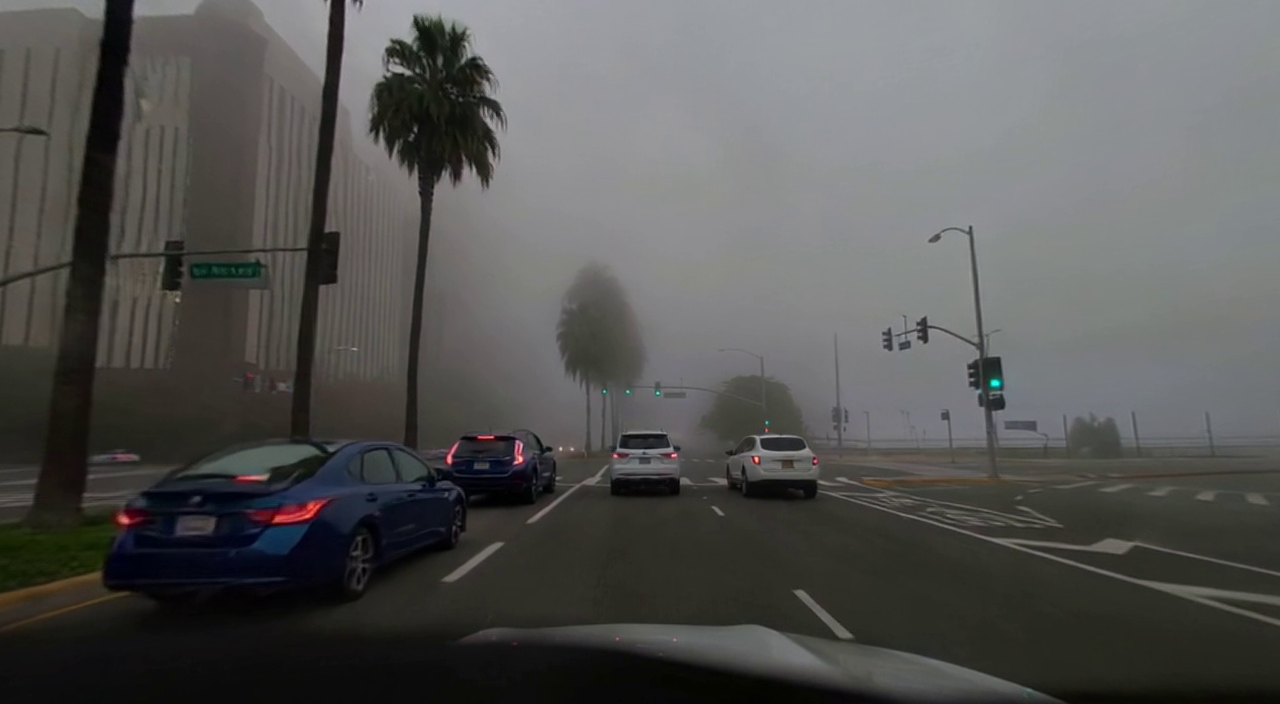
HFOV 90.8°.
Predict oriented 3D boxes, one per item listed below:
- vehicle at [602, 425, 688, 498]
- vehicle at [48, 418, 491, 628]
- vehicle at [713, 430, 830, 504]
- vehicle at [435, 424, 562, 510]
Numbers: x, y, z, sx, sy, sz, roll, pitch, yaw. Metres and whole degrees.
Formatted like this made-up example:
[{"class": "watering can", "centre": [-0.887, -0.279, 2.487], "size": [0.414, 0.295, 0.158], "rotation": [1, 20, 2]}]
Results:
[{"class": "vehicle", "centre": [0.127, 2.947, 17.290], "size": [2.060, 1.730, 4.257], "rotation": [0, -9, 0]}, {"class": "vehicle", "centre": [-3.199, 1.568, 6.875], "size": [1.962, 1.480, 4.605], "rotation": [0, -9, 1]}, {"class": "vehicle", "centre": [3.079, 2.787, 15.698], "size": [1.936, 1.567, 3.896], "rotation": [0, -9, -2]}, {"class": "vehicle", "centre": [-3.092, 2.613, 14.787], "size": [1.938, 1.713, 4.048], "rotation": [0, -9, 1]}]
